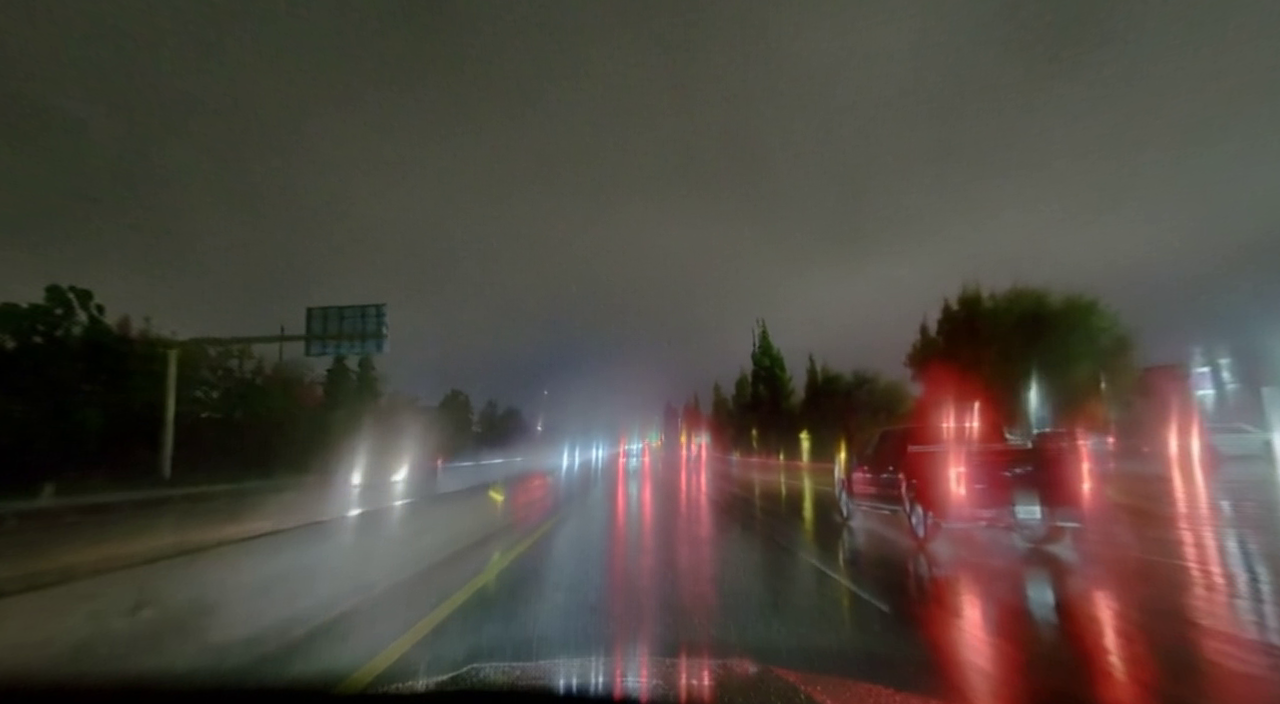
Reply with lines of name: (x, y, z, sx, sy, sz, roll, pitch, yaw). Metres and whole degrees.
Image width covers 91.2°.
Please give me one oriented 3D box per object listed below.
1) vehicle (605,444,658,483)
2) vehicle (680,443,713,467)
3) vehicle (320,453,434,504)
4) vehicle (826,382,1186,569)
vehicle: (-0.325, 4.624, 26.174, 2.029, 1.483, 3.769, 0, -9, 0)
vehicle: (4.043, 7.452, 45.367, 1.936, 1.589, 3.915, 0, -9, 0)
vehicle: (-8.891, 4.294, 21.730, 1.912, 1.532, 4.610, -1, -9, 1)
vehicle: (4.588, 1.674, 9.090, 2.261, 1.952, 4.784, 0, -9, 0)
